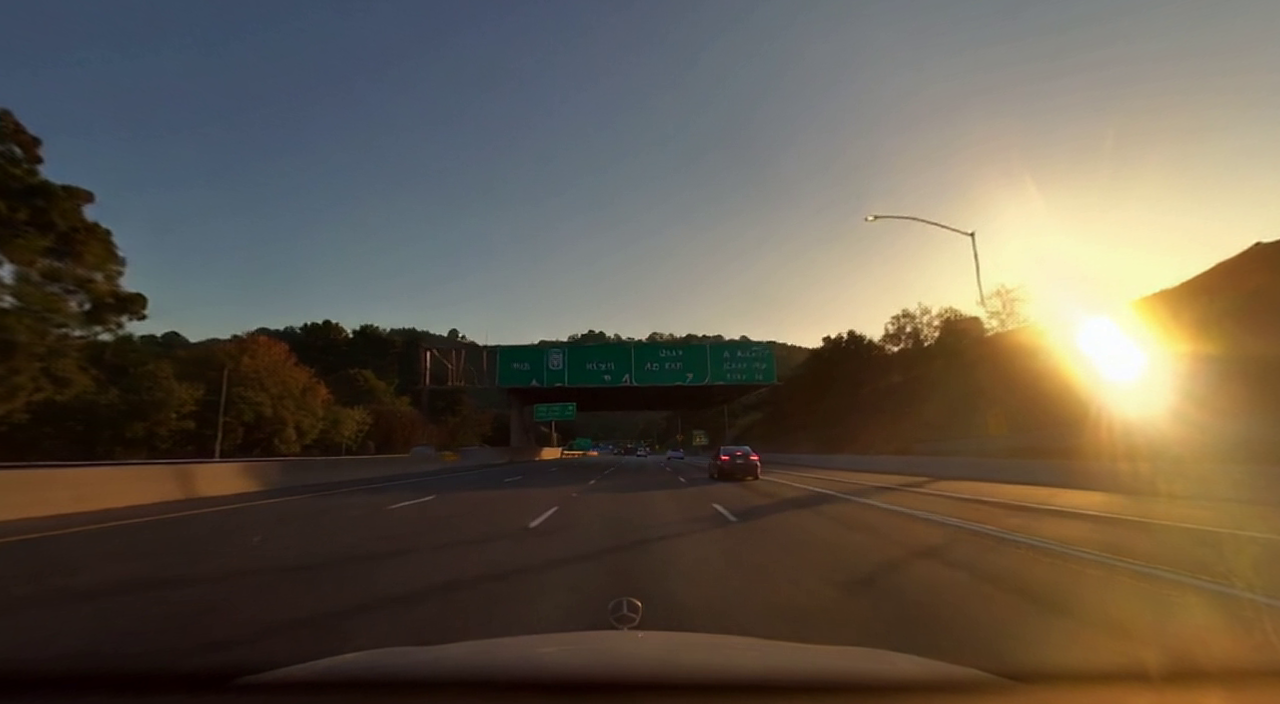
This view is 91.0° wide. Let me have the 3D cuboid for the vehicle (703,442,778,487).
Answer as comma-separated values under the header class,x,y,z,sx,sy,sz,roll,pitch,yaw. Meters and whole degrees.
class,x,y,z,sx,sy,sz,roll,pitch,yaw
vehicle,3.596,4.128,23.481,2.033,1.501,4.398,0,-9,-1
